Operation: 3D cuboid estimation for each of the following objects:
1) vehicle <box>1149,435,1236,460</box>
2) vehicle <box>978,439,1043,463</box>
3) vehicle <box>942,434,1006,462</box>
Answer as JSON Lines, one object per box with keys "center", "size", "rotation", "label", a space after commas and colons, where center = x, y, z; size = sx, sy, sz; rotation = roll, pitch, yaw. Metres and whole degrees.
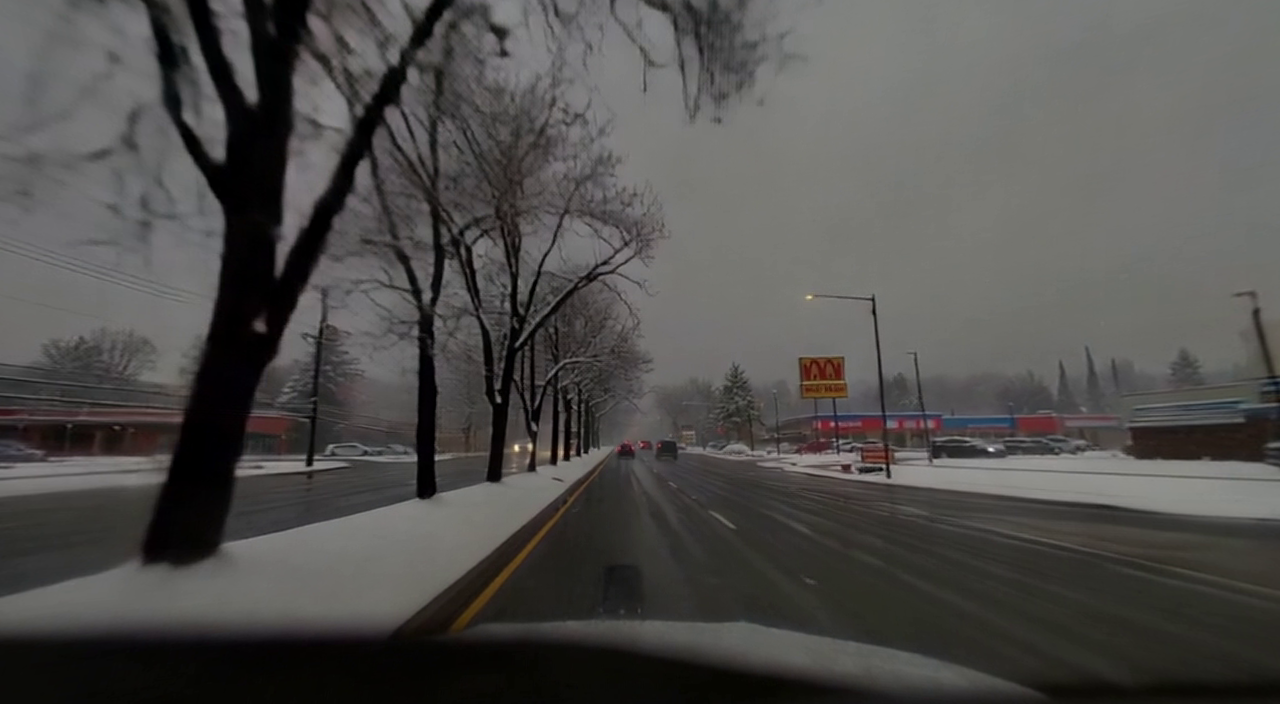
{"center": [40.623, 7.037, 46.654], "size": [2.228, 1.745, 4.652], "rotation": [0, -8, 1], "label": "vehicle"}
{"center": [26.915, 7.234, 46.135], "size": [2.066, 1.655, 4.485], "rotation": [-1, -9, 1], "label": "vehicle"}
{"center": [24.318, 7.021, 46.228], "size": [2.136, 1.872, 4.695], "rotation": [-1, -9, 0], "label": "vehicle"}
